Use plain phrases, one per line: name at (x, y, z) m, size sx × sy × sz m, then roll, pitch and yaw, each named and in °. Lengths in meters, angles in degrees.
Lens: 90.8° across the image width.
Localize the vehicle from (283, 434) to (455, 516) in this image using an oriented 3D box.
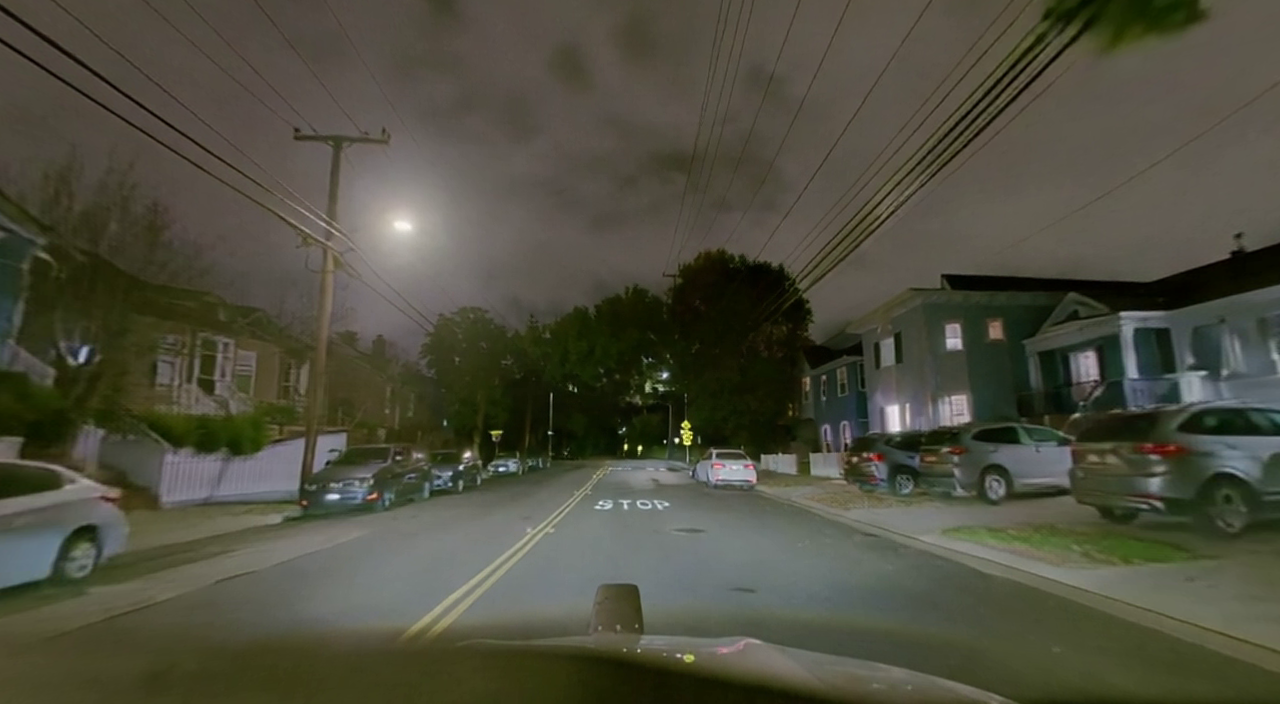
vehicle at (-6.698, 3.094, 16.497) m, size 2.136 × 1.757 × 5.365 m, roll 0°, pitch -9°, yaw 0°

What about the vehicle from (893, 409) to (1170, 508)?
vehicle at (8.294, 2.285, 13.753) m, size 4.507 × 1.939 × 2.304 m, roll 1°, pitch -9°, yaw -5°

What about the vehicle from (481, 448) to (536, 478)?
vehicle at (-7.097, 6.006, 34.459) m, size 2.056 × 1.481 × 4.451 m, roll 0°, pitch -9°, yaw 0°

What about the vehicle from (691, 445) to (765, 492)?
vehicle at (3.160, 4.296, 23.823) m, size 1.963 × 1.536 × 5.446 m, roll 0°, pitch -9°, yaw -1°

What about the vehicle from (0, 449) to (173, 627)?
vehicle at (-6.515, 1.513, 4.947) m, size 2.211 × 1.469 × 4.380 m, roll -1°, pitch -9°, yaw 3°

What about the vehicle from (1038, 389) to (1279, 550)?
vehicle at (8.476, 1.516, 8.767) m, size 4.411 × 1.845 × 2.049 m, roll -2°, pitch -9°, yaw -3°
